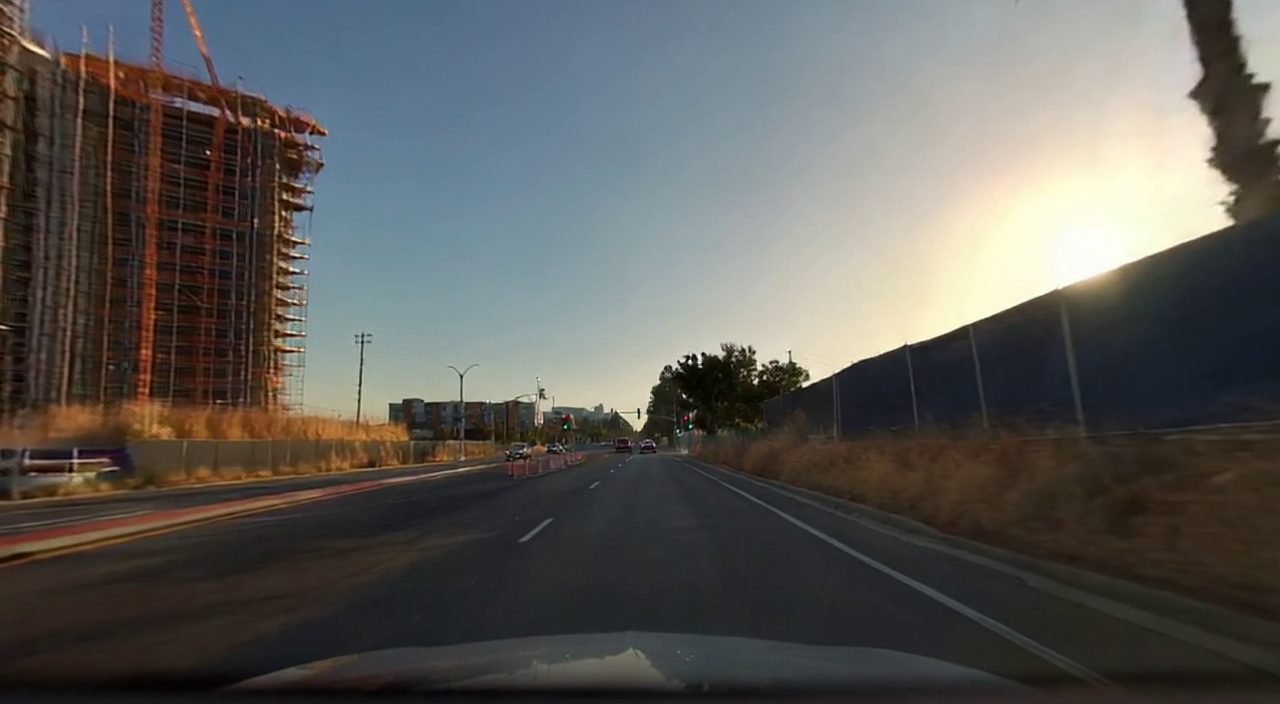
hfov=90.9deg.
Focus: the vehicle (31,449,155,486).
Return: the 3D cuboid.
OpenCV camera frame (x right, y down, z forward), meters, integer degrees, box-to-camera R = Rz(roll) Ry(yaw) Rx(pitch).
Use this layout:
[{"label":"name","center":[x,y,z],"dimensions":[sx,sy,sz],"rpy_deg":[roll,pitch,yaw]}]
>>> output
[{"label":"vehicle","center":[-29.622,6.207,34.469],"dimensions":[2.213,1.795,5.964],"rpy_deg":[1,-9,-9]}]
